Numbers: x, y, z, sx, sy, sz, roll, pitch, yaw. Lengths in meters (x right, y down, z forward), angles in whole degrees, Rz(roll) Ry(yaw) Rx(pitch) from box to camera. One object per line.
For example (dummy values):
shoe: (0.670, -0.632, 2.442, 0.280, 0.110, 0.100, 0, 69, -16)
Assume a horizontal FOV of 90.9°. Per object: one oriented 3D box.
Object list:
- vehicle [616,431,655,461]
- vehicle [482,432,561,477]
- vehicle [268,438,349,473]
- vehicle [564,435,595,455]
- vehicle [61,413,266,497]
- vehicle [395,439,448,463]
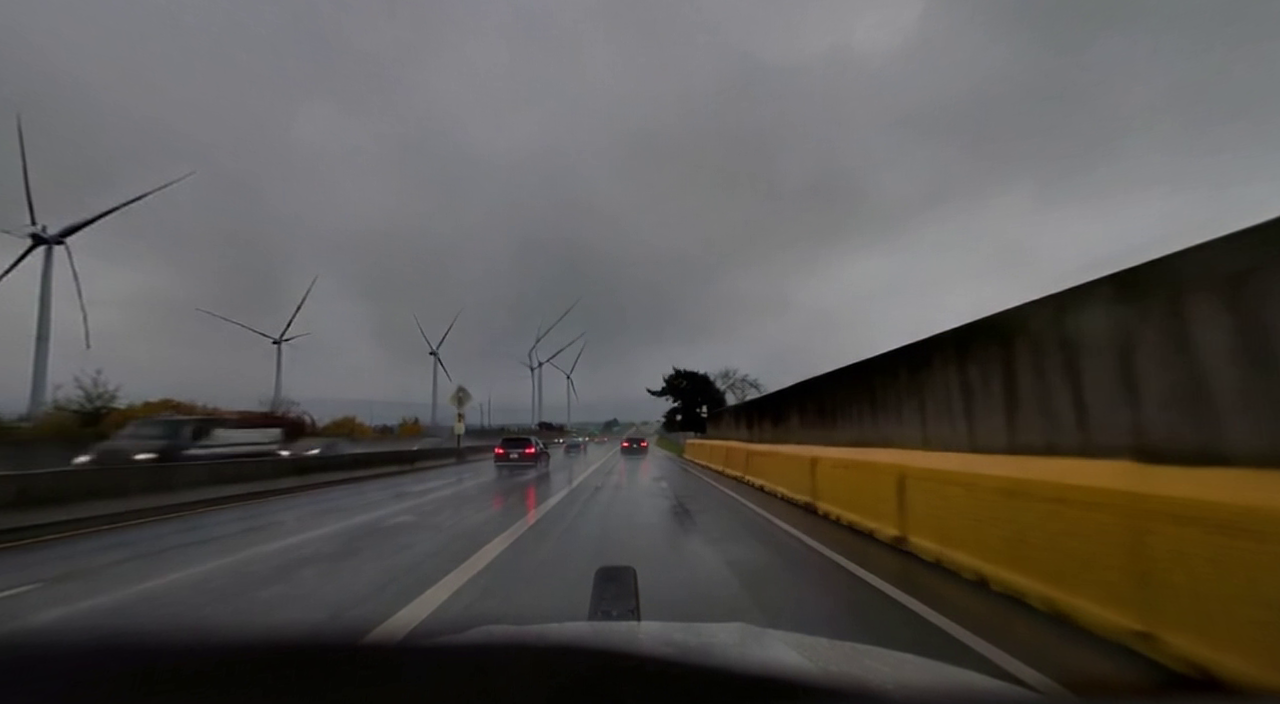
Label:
vehicle: (-0.291, 5.186, 34.813, 2.027, 1.550, 3.607, 0, -8, -1)
vehicle: (-4.138, 3.642, 22.803, 1.998, 1.468, 4.635, 0, -8, 0)
vehicle: (-18.026, 5.615, 34.547, 2.026, 1.726, 4.400, 0, -7, 0)
vehicle: (-4.518, 7.006, 47.473, 2.059, 1.436, 3.802, 0, -8, -1)
vehicle: (-13.528, 2.931, 18.436, 2.055, 2.120, 5.013, 0, -8, -1)
vehicle: (-14.223, 6.454, 41.244, 1.876, 1.452, 4.670, 0, -8, -1)
